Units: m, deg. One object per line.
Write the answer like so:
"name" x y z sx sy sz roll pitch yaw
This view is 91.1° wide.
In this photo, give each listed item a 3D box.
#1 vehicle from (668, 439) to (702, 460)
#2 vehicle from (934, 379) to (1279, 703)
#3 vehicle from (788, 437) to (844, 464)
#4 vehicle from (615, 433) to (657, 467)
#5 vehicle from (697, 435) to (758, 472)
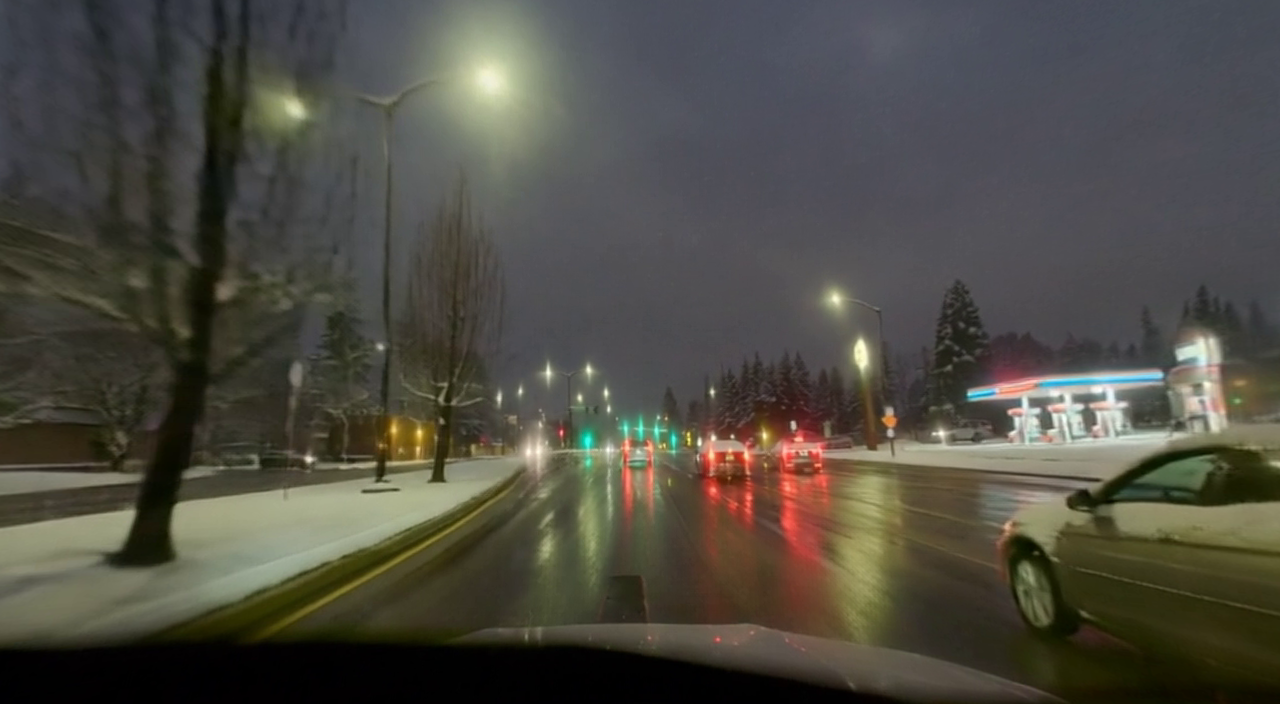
"vehicle" 3.237 7.163 46.140 2.114 1.473 4.495 0 -8 -1
"vehicle" 3.575 0.940 2.926 2.119 1.509 4.756 0 -8 0
"vehicle" 10.022 5.656 36.129 1.906 1.488 4.251 0 -8 -1
"vehicle" -0.233 5.350 34.313 2.172 1.694 4.055 0 -8 -1
"vehicle" 3.843 4.554 28.259 1.980 1.515 4.362 0 -8 -2
